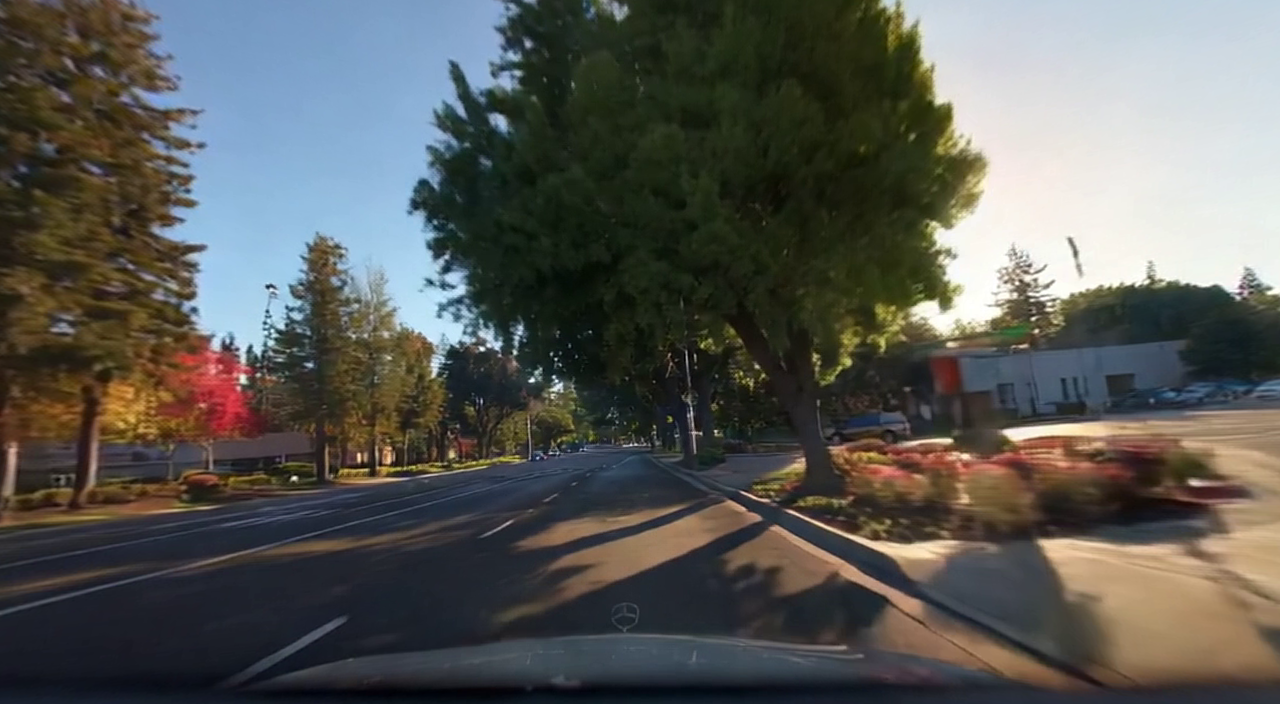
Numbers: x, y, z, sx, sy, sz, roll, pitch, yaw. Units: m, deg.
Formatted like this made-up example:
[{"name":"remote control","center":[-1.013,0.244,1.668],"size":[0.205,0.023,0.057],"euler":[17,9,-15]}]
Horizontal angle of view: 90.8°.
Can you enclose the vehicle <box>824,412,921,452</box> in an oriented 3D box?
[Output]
[{"name":"vehicle","center":[12.566,4.467,34.564],"size":[1.939,1.753,4.974],"euler":[5,-13,-23]}]
